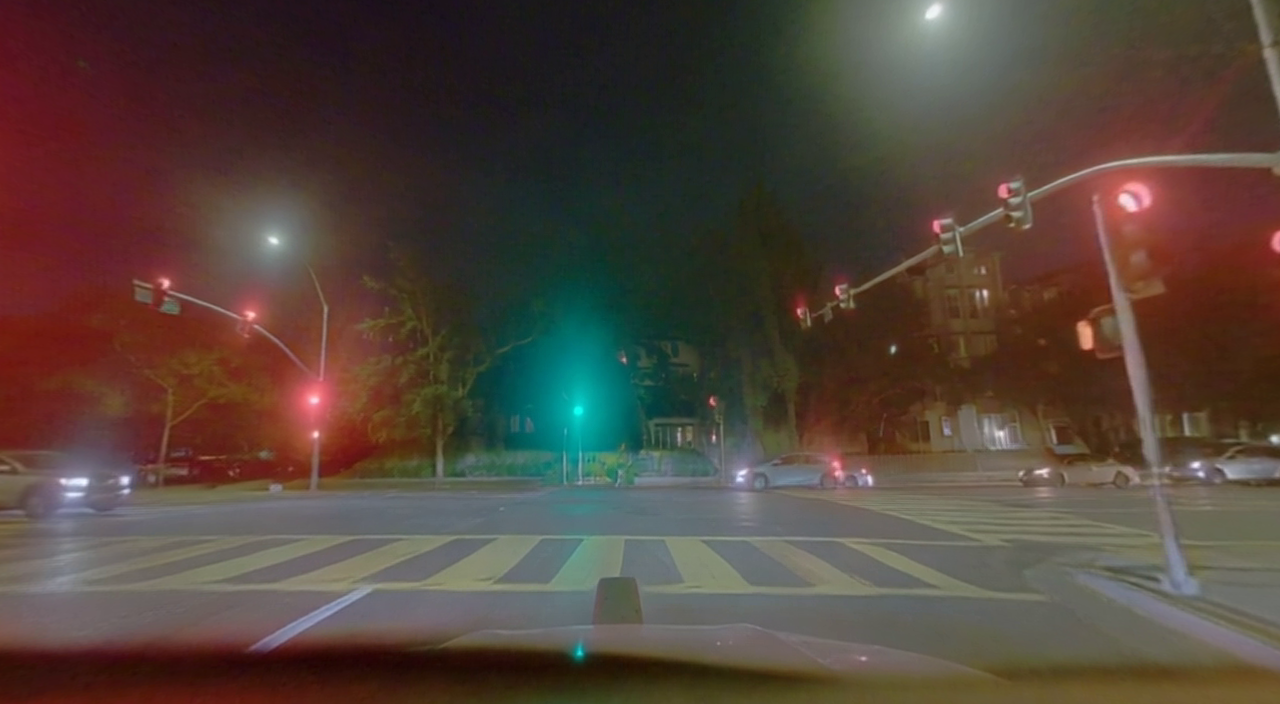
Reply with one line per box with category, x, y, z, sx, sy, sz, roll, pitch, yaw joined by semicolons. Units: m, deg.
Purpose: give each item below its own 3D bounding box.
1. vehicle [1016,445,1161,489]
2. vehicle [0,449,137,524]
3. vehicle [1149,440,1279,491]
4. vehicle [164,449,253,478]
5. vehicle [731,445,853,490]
vehicle;18.025;4.633;25.579;4.326;1.672;1.903;0;-9;2
vehicle;-14.017;2.804;13.447;4.989;1.442;1.940;-1;-9;3
vehicle;20.780;3.890;21.821;4.510;1.673;2.030;0;-9;2
vehicle;-24.546;6.335;36.141;1.817;1.488;4.631;0;-9;0
vehicle;5.242;4.045;22.223;3.815;1.504;1.790;0;-9;1
